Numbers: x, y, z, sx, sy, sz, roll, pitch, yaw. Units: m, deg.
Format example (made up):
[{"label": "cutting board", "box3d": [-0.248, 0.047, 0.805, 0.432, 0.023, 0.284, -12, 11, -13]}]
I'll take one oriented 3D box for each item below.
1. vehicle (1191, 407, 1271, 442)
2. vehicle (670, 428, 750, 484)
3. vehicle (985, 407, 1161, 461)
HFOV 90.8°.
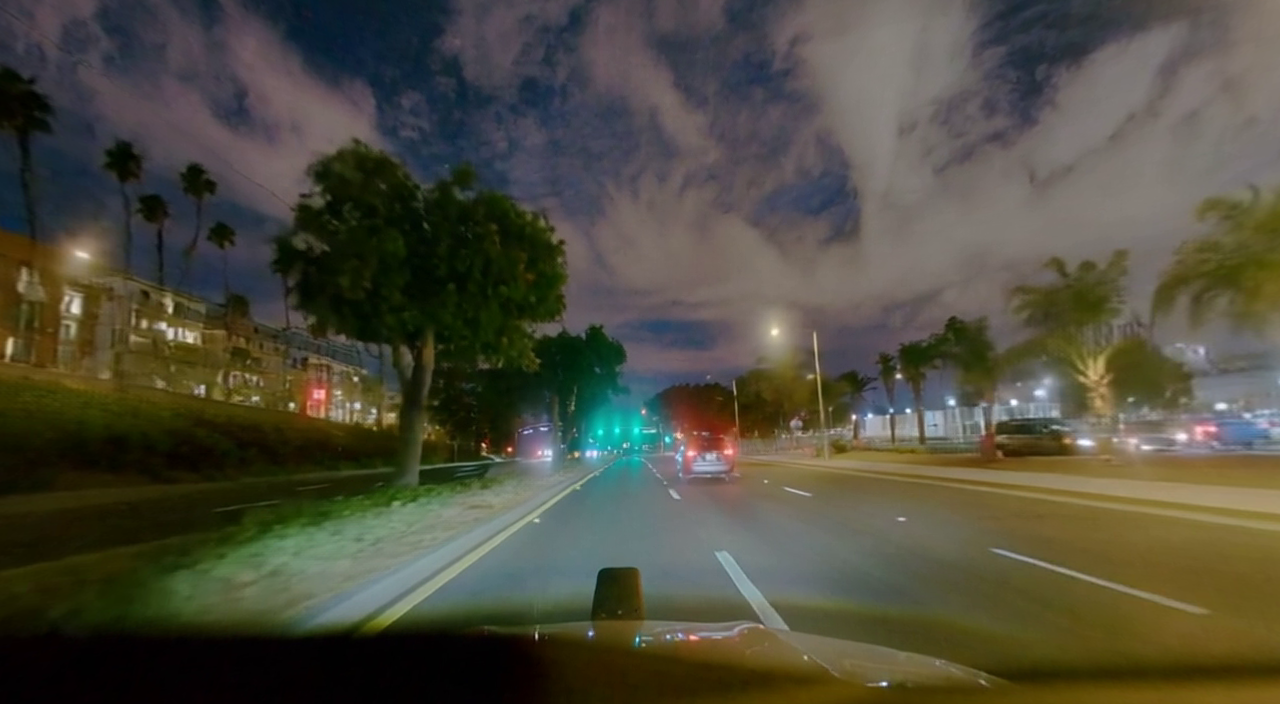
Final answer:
[{"label": "vehicle", "box3d": [37.824, 4.760, 40.630, 2.235, 2.018, 6.593, -5, -10, 30]}, {"label": "vehicle", "box3d": [2.686, 4.227, 25.872, 2.559, 2.017, 5.562, 0, -9, -1]}, {"label": "vehicle", "box3d": [19.198, 3.809, 28.517, 2.305, 2.084, 6.115, 1, -10, -21]}]
